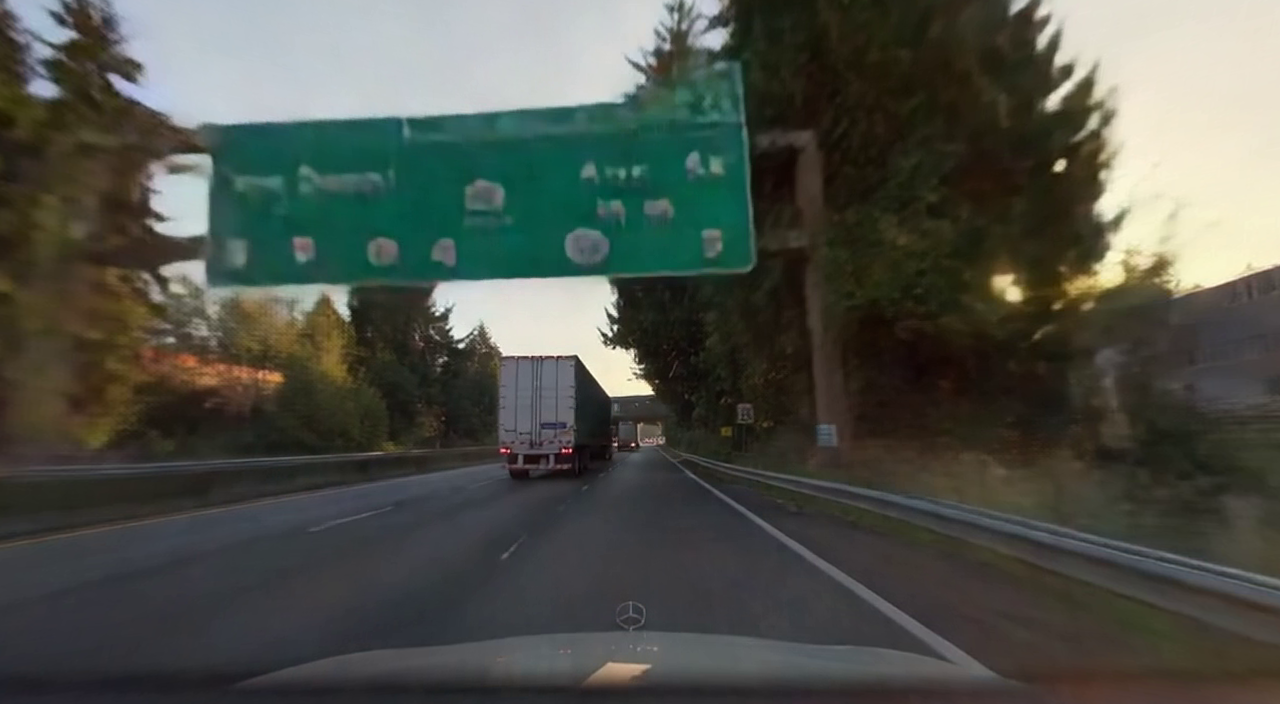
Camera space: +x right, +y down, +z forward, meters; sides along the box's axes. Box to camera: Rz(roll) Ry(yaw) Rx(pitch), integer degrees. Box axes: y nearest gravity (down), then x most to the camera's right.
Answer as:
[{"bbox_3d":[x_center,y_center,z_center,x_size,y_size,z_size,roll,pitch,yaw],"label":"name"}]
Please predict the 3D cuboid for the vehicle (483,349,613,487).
[{"bbox_3d":[-3.017,2.942,25.675,2.947,4.051,14.256,0,-8,1],"label":"vehicle"}]
